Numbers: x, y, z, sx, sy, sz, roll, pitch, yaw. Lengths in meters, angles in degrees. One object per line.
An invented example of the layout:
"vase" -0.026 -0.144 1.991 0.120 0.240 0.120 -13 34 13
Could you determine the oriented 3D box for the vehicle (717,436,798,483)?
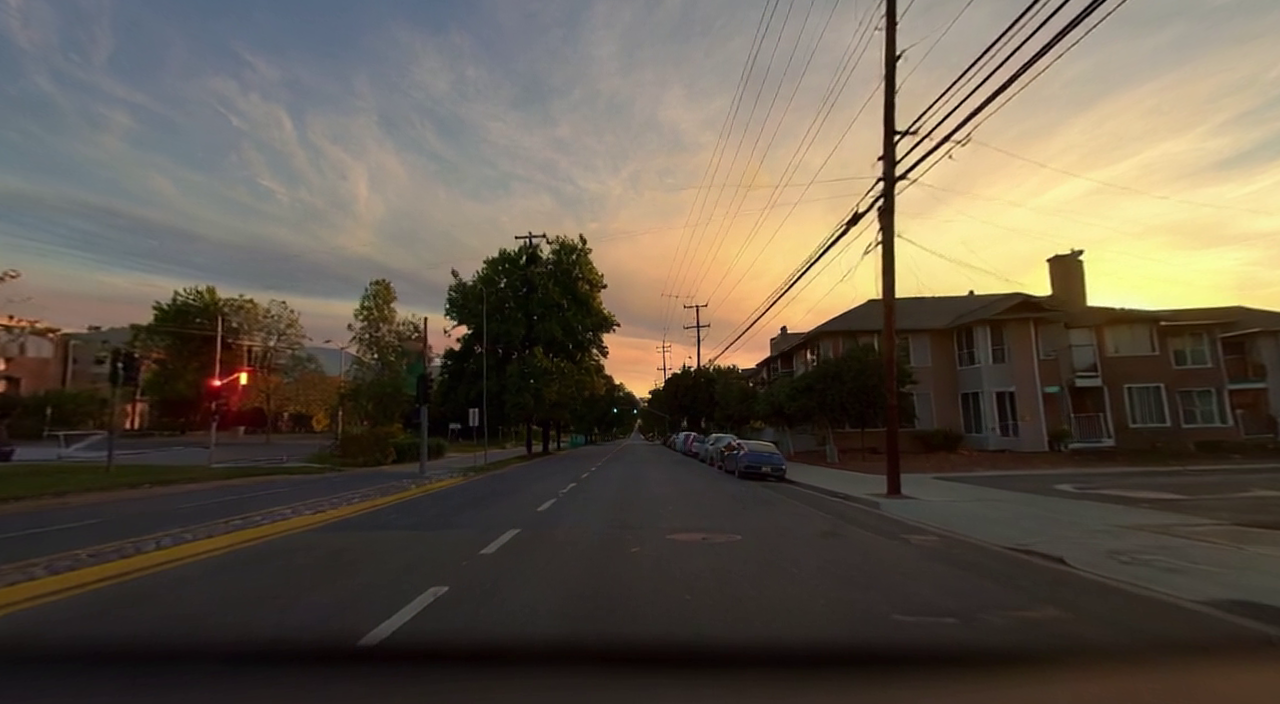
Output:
"vehicle" 3.873 3.638 21.660 1.785 1.441 4.458 0 -8 -2
